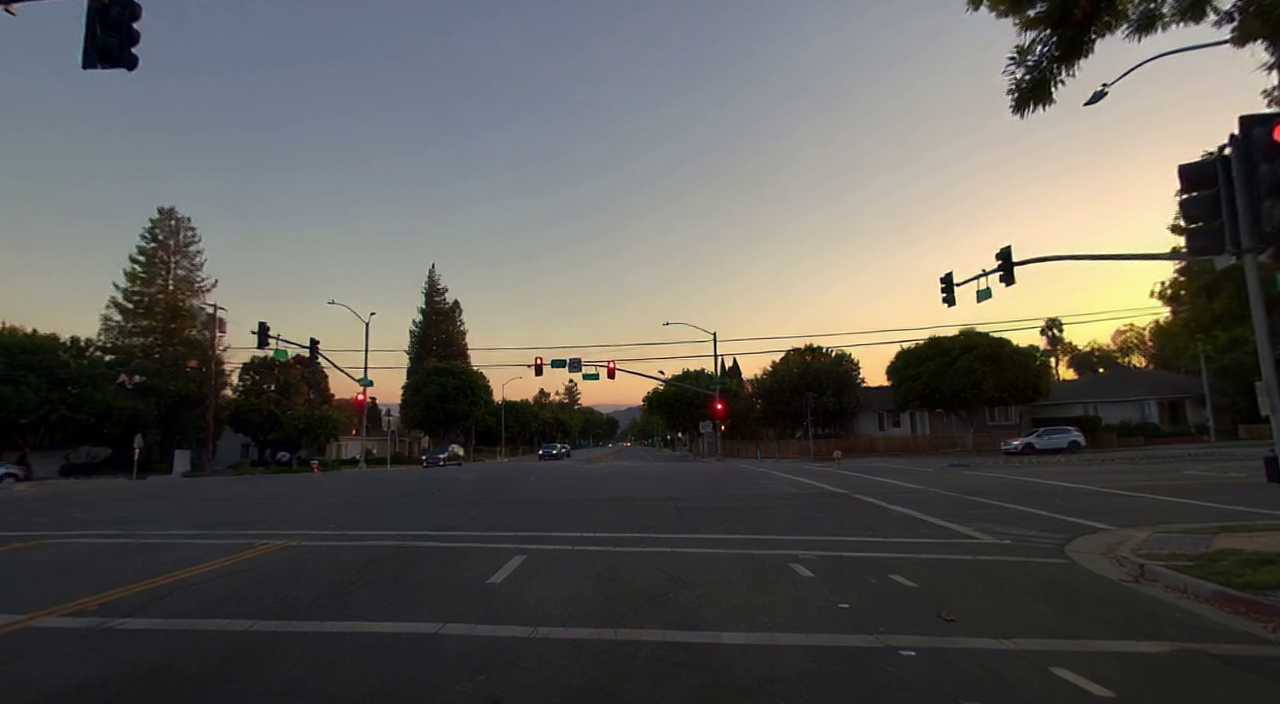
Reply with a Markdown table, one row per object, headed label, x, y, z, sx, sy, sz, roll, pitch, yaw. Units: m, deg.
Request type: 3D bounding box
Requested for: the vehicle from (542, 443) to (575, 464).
| label | x | y | z | sx | sy | sz | roll | pitch | yaw |
| --- | --- | --- | --- | --- | --- | --- | --- | --- | --- |
| vehicle | -6.077 | 7.671 | 47.809 | 1.936 | 1.444 | 4.168 | 0 | -8 | 0 |
